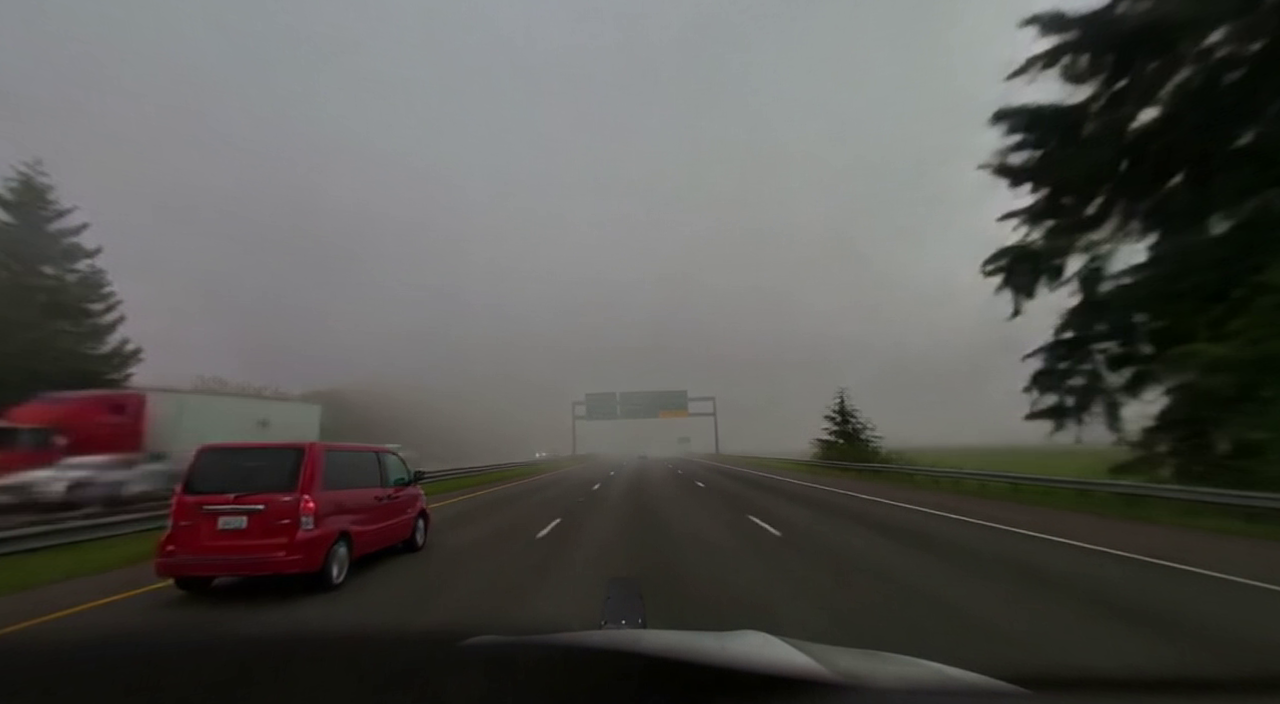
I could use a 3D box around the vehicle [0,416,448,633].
[{"bbox_3d":[-3.535,1.522,6.484,1.815,1.500,4.036,0,-9,0],"label":"vehicle"}]
